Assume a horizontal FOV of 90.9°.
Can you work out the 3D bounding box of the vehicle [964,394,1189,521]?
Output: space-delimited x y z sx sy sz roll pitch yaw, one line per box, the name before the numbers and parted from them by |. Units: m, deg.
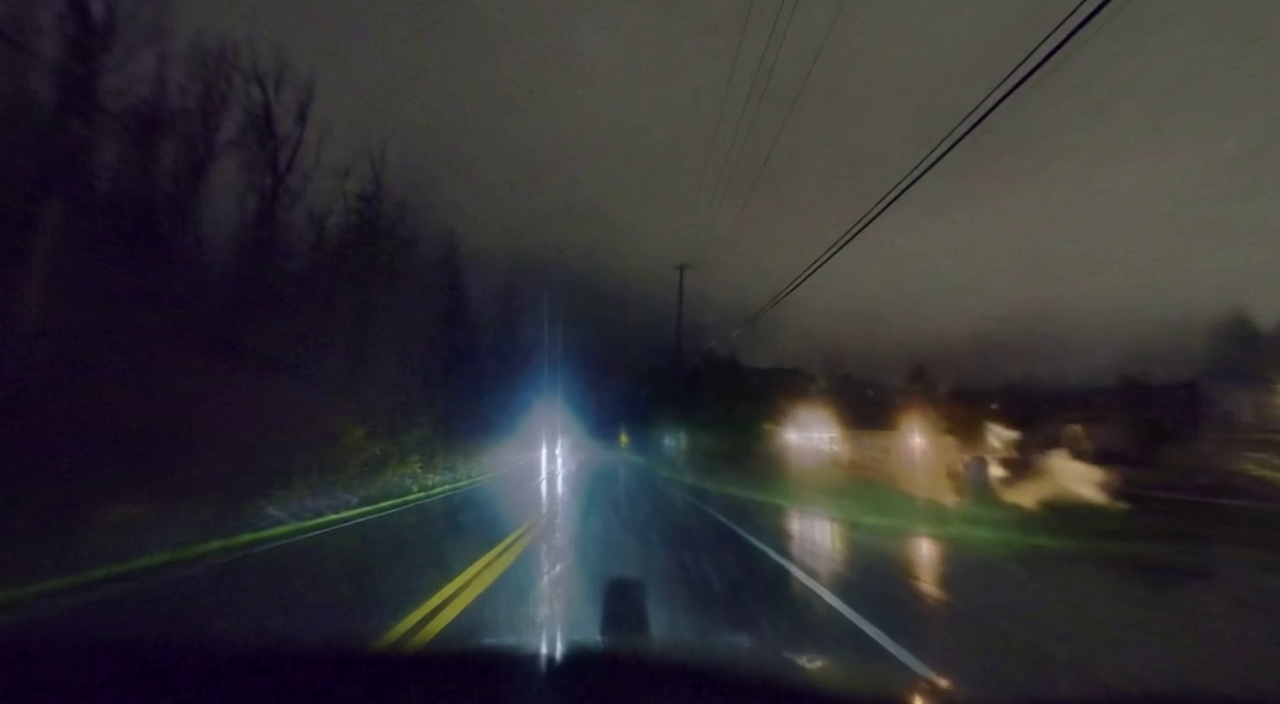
vehicle | 13.394 3.257 19.514 5.297 3.064 2.935 9 -9 -15
